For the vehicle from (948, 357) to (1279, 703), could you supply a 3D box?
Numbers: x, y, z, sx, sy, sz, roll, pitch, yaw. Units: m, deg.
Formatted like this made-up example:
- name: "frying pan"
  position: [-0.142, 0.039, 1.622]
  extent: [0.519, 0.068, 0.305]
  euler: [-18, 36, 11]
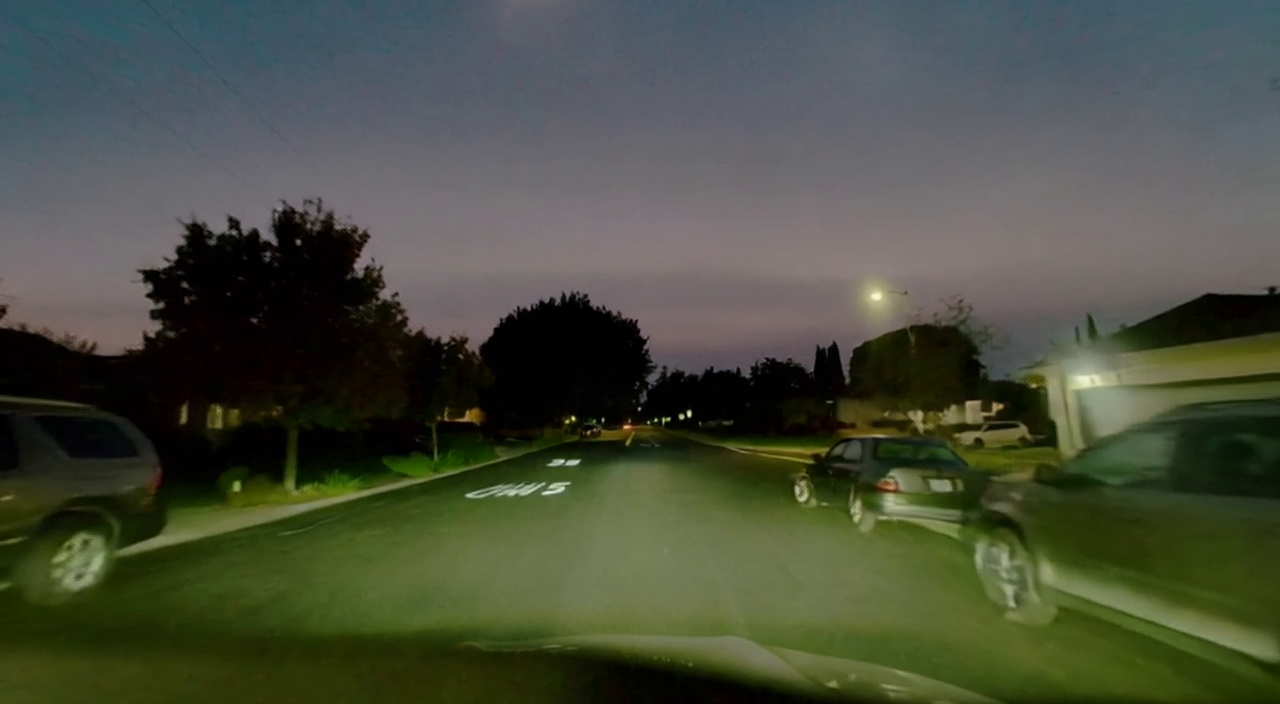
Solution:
- name: "vehicle"
  position: [3.789, 0.965, 3.303]
  extent: [2.033, 1.730, 4.554]
  euler: [0, -8, 0]

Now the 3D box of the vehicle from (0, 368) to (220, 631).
- name: "vehicle"
  position: [-5.932, 1.062, 4.299]
  extent: [2.322, 1.949, 5.695]
  euler: [-1, -8, -1]

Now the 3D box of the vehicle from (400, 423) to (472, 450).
- name: "vehicle"
  position: [-13.023, 5.428, 40.552]
  extent: [3.921, 1.629, 1.832]
  euler: [0, -9, 3]

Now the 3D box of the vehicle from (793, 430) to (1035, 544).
- name: "vehicle"
  position: [4.063, 2.032, 10.394]
  extent: [1.952, 1.442, 4.529]
  euler: [0, -7, 0]
